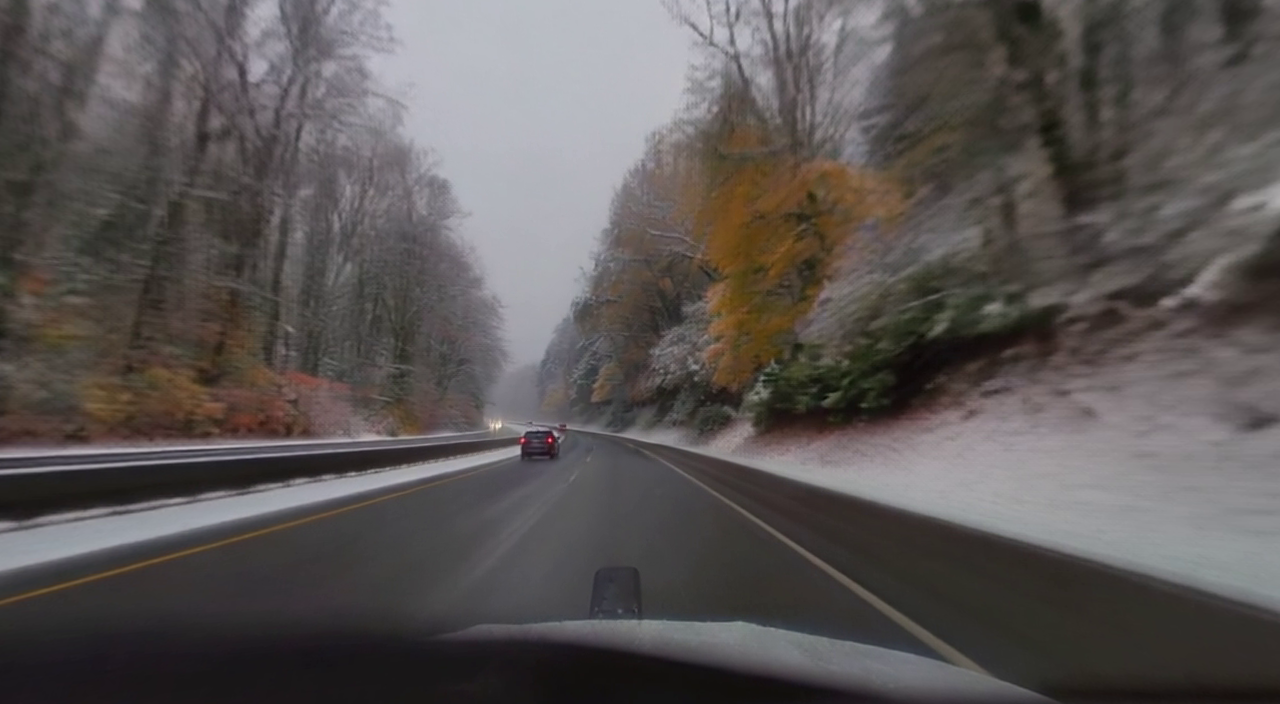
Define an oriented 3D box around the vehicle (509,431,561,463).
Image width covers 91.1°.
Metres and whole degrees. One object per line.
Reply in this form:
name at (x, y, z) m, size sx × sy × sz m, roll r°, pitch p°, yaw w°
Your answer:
vehicle at (-5.370, 4.930, 32.778) m, size 2.073 × 1.559 × 4.393 m, roll 0°, pitch -8°, yaw -2°
